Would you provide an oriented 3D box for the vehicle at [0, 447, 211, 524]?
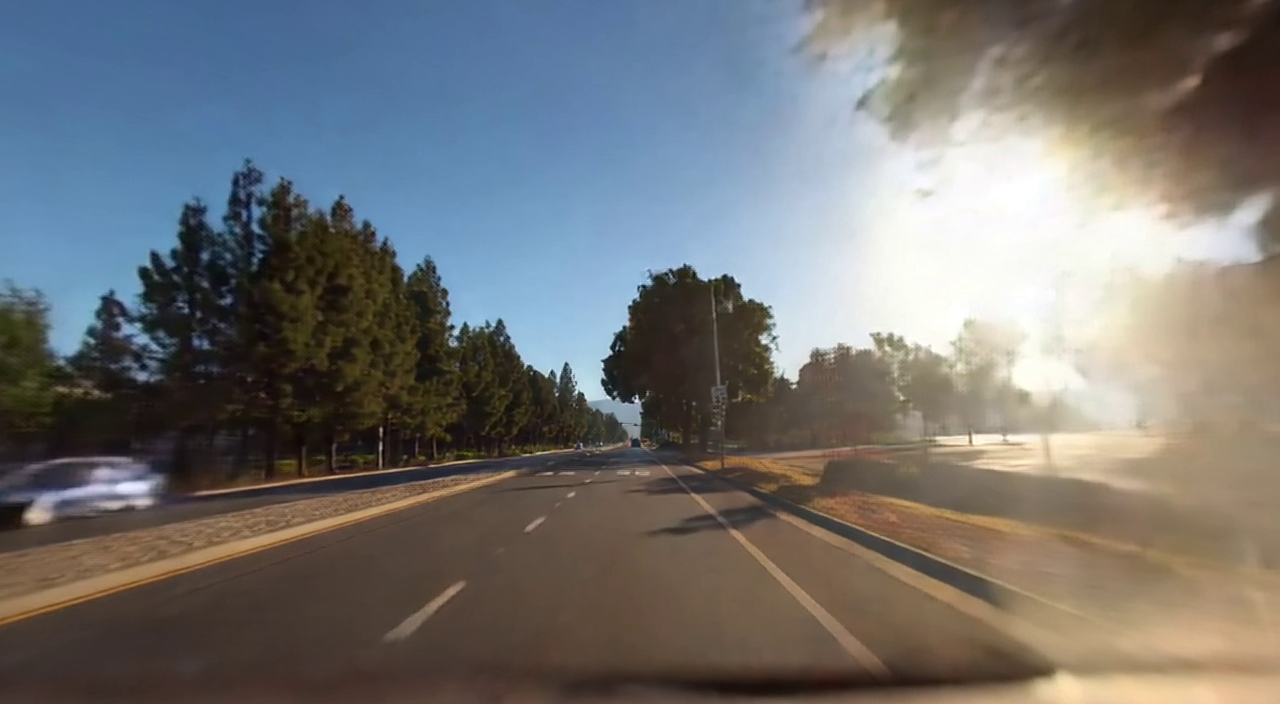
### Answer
[{"bbox_3d":[-13.118,3.123,15.440,2.078,1.573,4.533,0,-8,0],"label":"vehicle"}]
